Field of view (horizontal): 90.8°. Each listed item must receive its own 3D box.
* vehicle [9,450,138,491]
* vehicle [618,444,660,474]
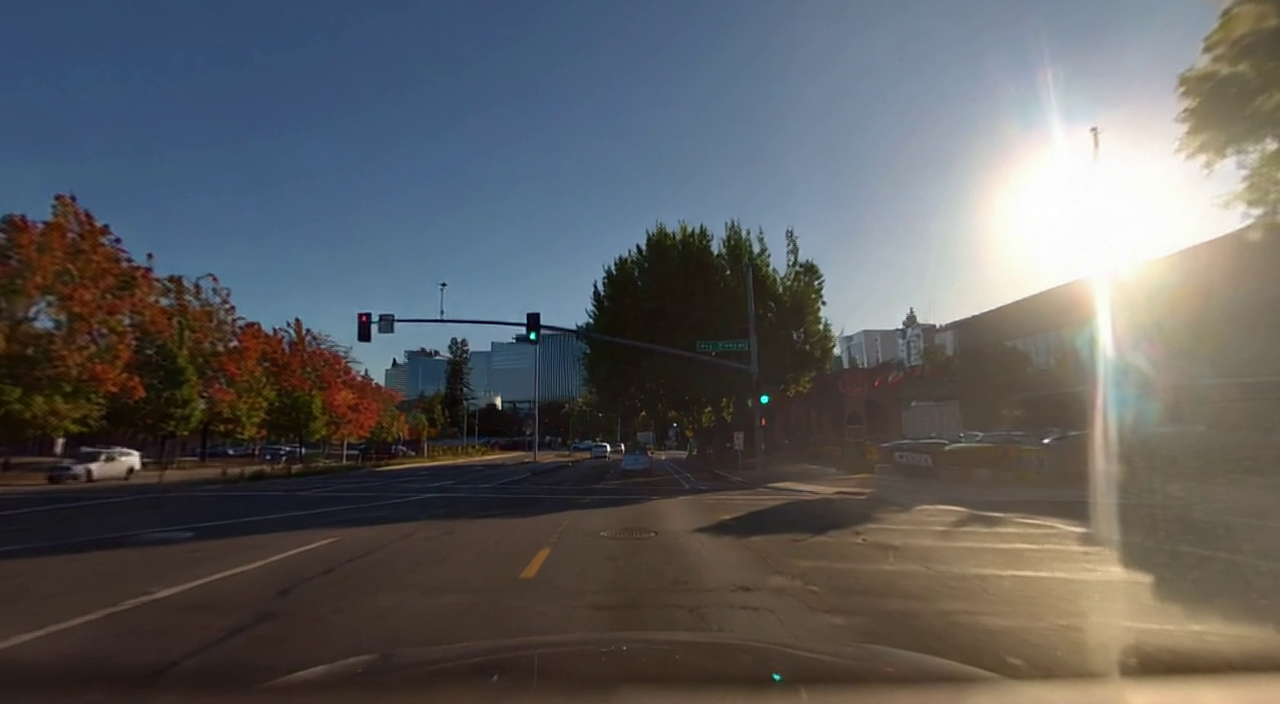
[{"bbox_3d":[-26.935,5.612,30.279,1.969,1.693,4.461,-1,-8,1],"label":"vehicle"},{"bbox_3d":[-0.030,5.632,33.460,2.115,1.461,3.976,0,-8,1],"label":"vehicle"}]
